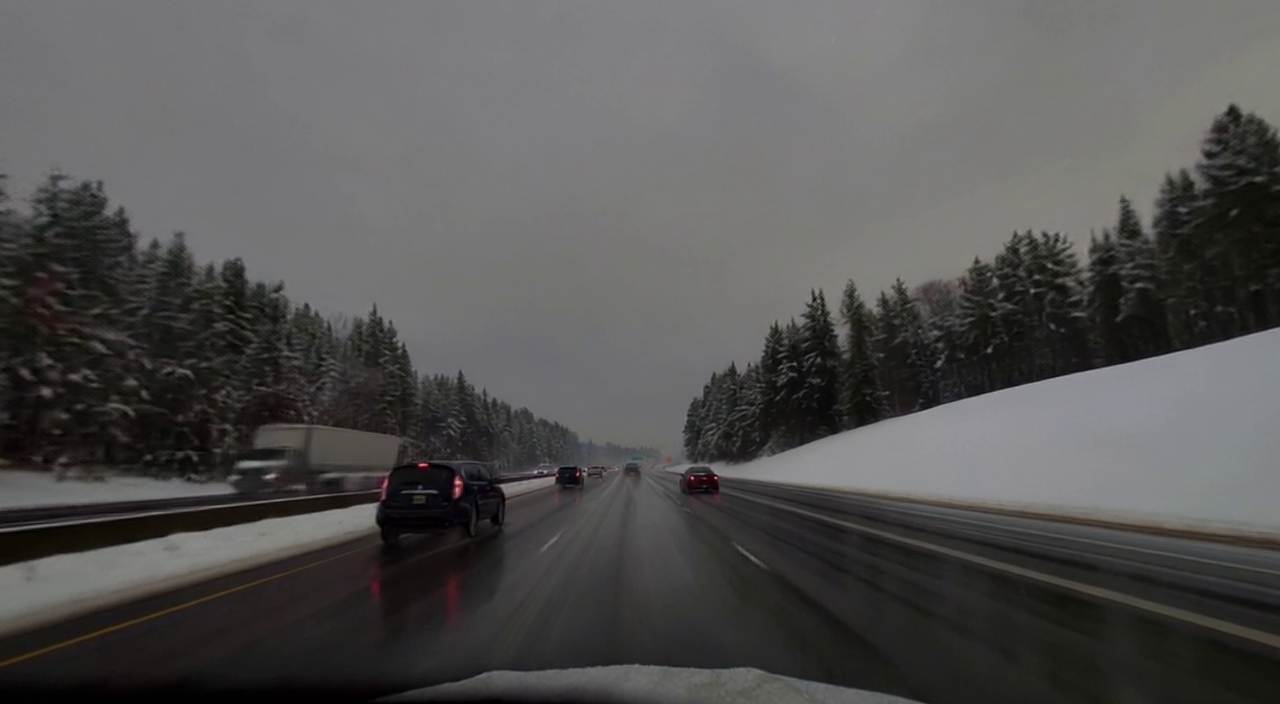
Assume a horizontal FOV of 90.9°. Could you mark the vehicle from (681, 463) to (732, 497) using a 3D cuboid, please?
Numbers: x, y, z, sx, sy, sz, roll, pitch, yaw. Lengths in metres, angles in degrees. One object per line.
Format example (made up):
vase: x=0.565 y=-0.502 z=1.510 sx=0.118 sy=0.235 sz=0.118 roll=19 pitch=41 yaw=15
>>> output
vehicle: x=3.193 y=6.292 z=31.100 sx=1.981 sy=1.516 sz=4.109 roll=1 pitch=-11 yaw=-2

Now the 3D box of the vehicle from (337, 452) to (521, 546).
vehicle: x=-3.826 y=2.804 z=12.527 sx=2.004 sy=1.468 sz=4.812 roll=1 pitch=-11 yaw=0

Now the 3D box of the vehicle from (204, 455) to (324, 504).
vehicle: x=-16.119 y=5.502 z=27.406 sx=2.185 sy=1.883 sz=4.837 roll=1 pitch=-11 yaw=0

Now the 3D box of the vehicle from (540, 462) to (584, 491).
vehicle: x=-4.259 y=6.912 z=35.039 sx=2.000 sy=1.484 sz=3.995 roll=1 pitch=-11 yaw=-1
